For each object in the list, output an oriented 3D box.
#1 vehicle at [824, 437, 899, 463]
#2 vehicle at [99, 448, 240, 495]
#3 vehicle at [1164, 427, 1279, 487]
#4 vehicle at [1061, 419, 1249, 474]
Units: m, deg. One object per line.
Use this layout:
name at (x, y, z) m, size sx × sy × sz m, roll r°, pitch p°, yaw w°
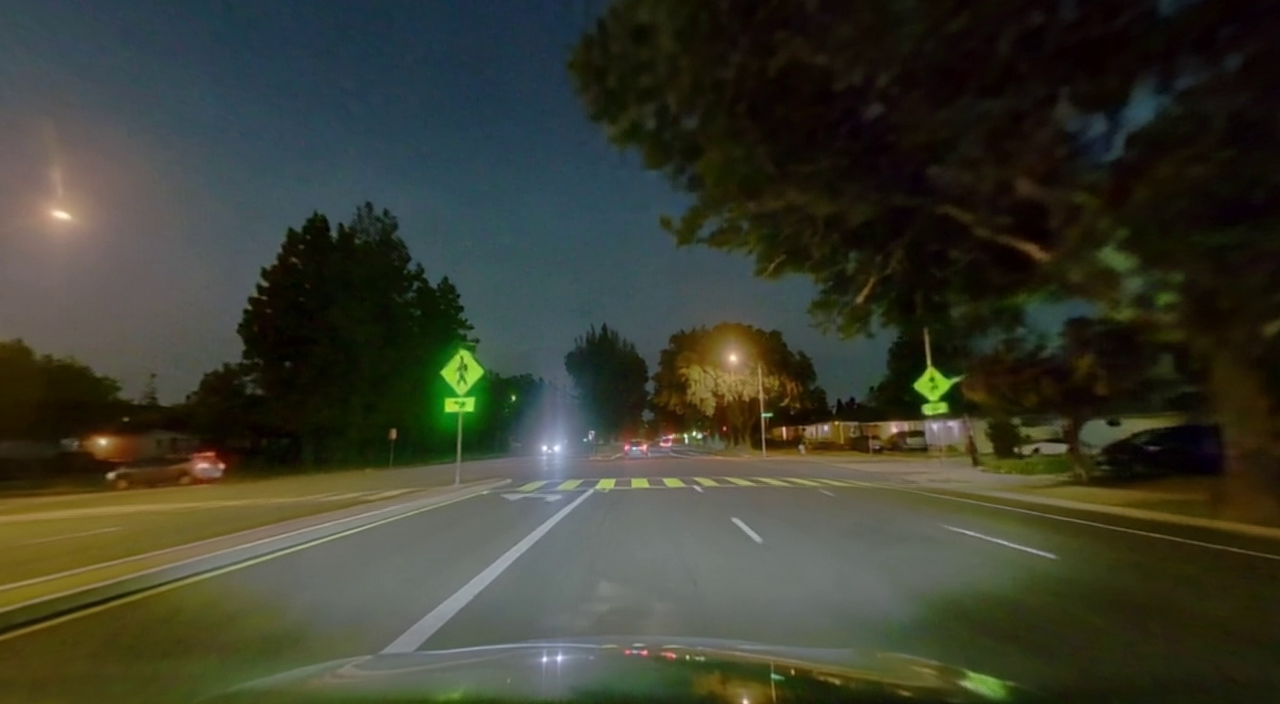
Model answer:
vehicle at (15.342, 6.800, 43.864) m, size 4.696 × 1.651 × 2.218 m, roll -3°, pitch -9°, yaw 20°
vehicle at (-20.035, 5.072, 27.042) m, size 4.534 × 1.724 × 1.952 m, roll -3°, pitch -9°, yaw 2°
vehicle at (16.611, 2.645, 16.022) m, size 4.762 × 1.415 × 1.980 m, roll -1°, pitch -8°, yaw 3°
vehicle at (17.570, 3.233, 21.730) m, size 4.803 × 1.781 × 1.977 m, roll 0°, pitch -8°, yaw -4°
